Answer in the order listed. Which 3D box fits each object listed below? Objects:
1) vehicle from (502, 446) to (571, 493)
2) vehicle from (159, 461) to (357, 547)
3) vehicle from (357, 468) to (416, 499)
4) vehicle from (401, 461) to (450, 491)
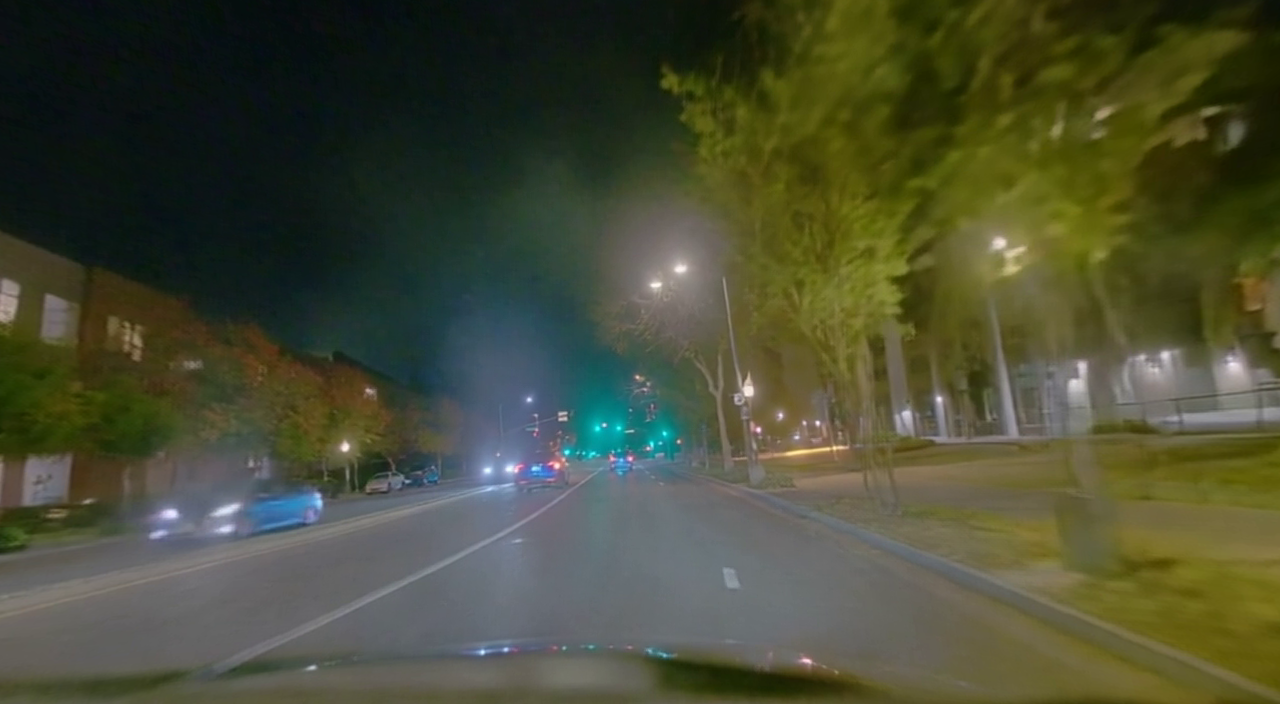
[{"bbox_3d":[-4.204,4.818,26.323,2.097,1.755,4.336,-1,-9,1],"label":"vehicle"},{"bbox_3d":[-8.876,3.513,15.251,2.005,1.471,4.475,-5,-9,0],"label":"vehicle"},{"bbox_3d":[-15.459,8.027,38.851,1.880,1.476,4.715,-3,-9,-2],"label":"vehicle"},{"bbox_3d":[-15.404,8.890,45.600,1.996,1.886,4.692,-3,-9,-1],"label":"vehicle"}]
